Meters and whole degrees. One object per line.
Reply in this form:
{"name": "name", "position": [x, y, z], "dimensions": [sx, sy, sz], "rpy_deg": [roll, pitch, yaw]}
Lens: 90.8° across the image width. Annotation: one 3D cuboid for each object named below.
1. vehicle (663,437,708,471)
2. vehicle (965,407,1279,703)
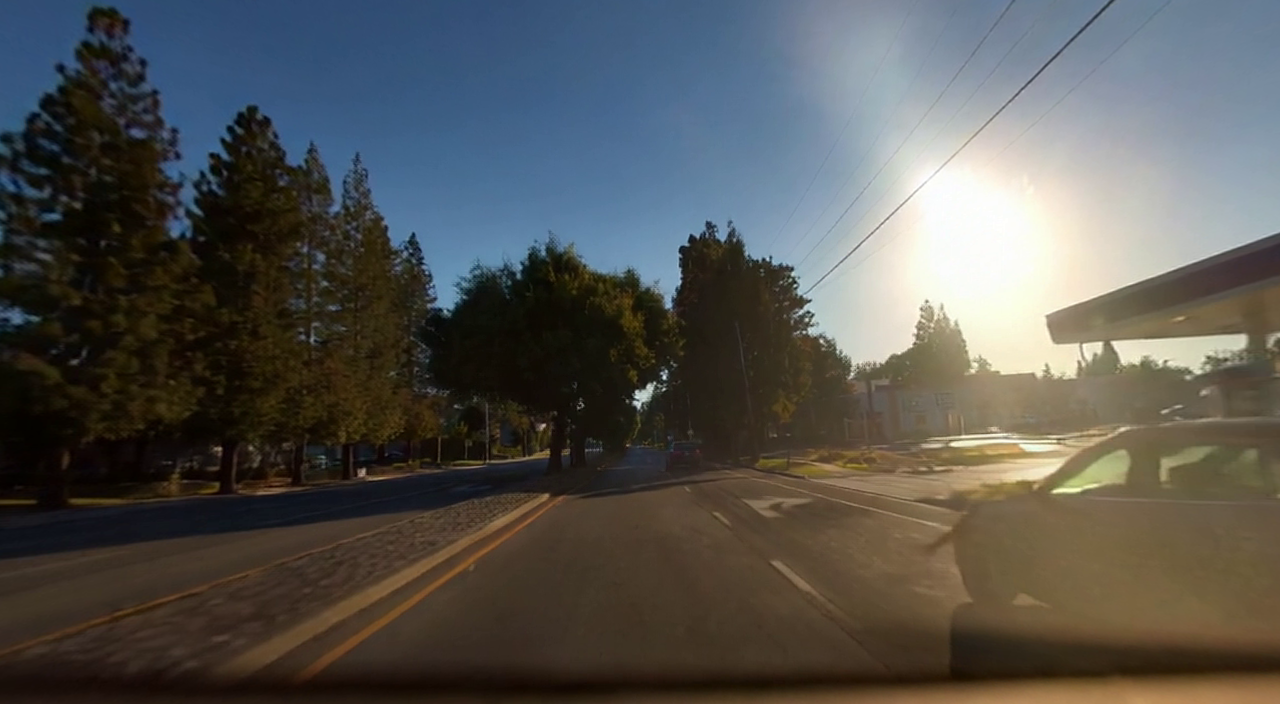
{"name": "vehicle", "position": [2.568, 5.972, 37.103], "dimensions": [2.115, 1.840, 4.777], "rpy_deg": [0, -9, -2]}
{"name": "vehicle", "position": [3.554, 0.980, 2.641], "dimensions": [2.061, 1.475, 4.296], "rpy_deg": [0, -9, 0]}
